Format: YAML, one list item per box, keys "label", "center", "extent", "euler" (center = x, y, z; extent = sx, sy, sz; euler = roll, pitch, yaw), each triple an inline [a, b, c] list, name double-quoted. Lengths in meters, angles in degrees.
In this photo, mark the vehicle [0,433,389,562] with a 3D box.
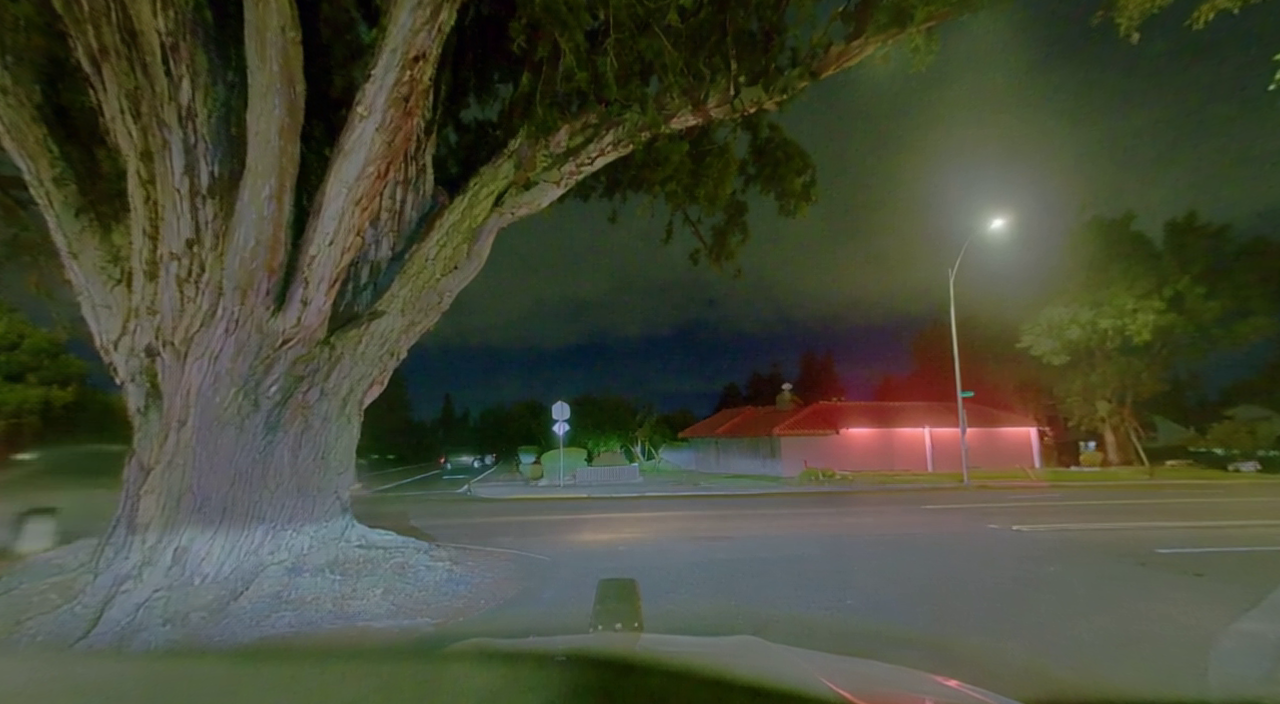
- label: "vehicle"
  center: [-6.012, 1.860, 8.533]
  extent: [4.426, 1.451, 2.124]
  euler: [1, -9, -7]
